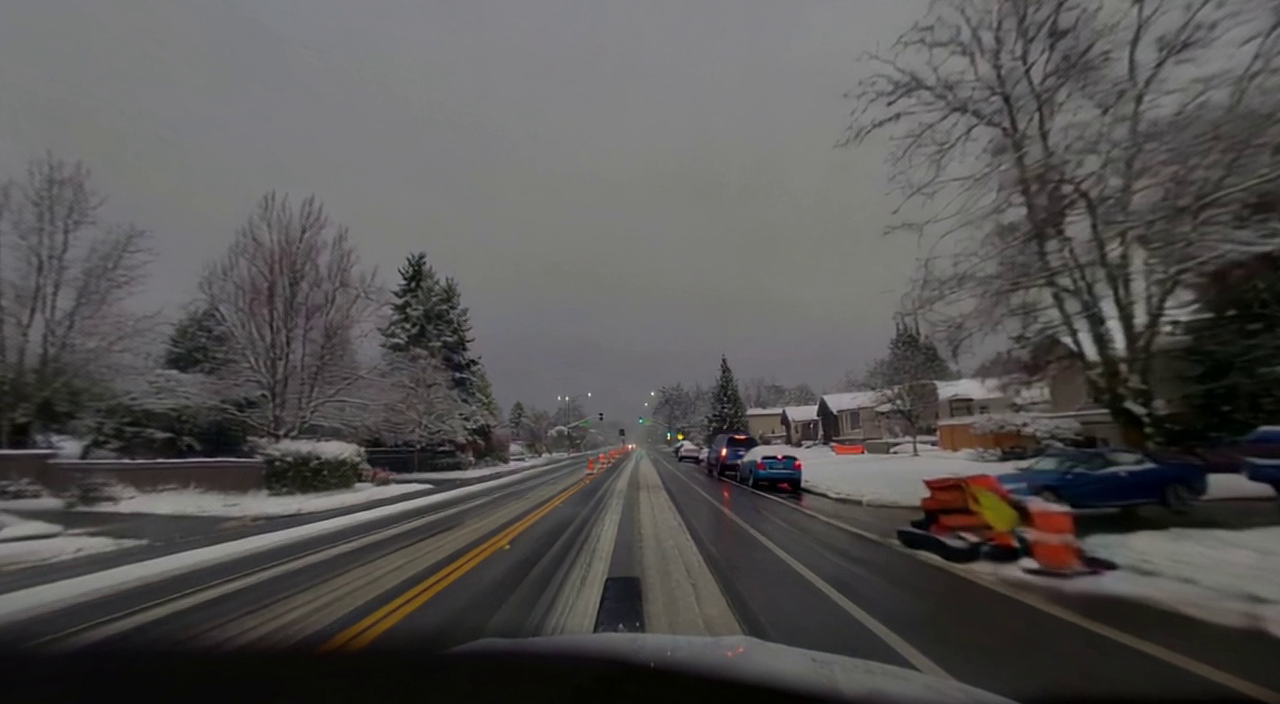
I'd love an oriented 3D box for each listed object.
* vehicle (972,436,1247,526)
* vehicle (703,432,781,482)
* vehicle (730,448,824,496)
[{"bbox_3d":[8.411,2.302,11.591,3.561,1.465,1.870,1,-8,-2],"label":"vehicle"},{"bbox_3d":[4.194,4.427,26.936,2.255,1.914,4.967,0,-9,-3],"label":"vehicle"},{"bbox_3d":[4.200,3.739,20.215,1.928,1.333,4.586,0,-9,-1],"label":"vehicle"}]
